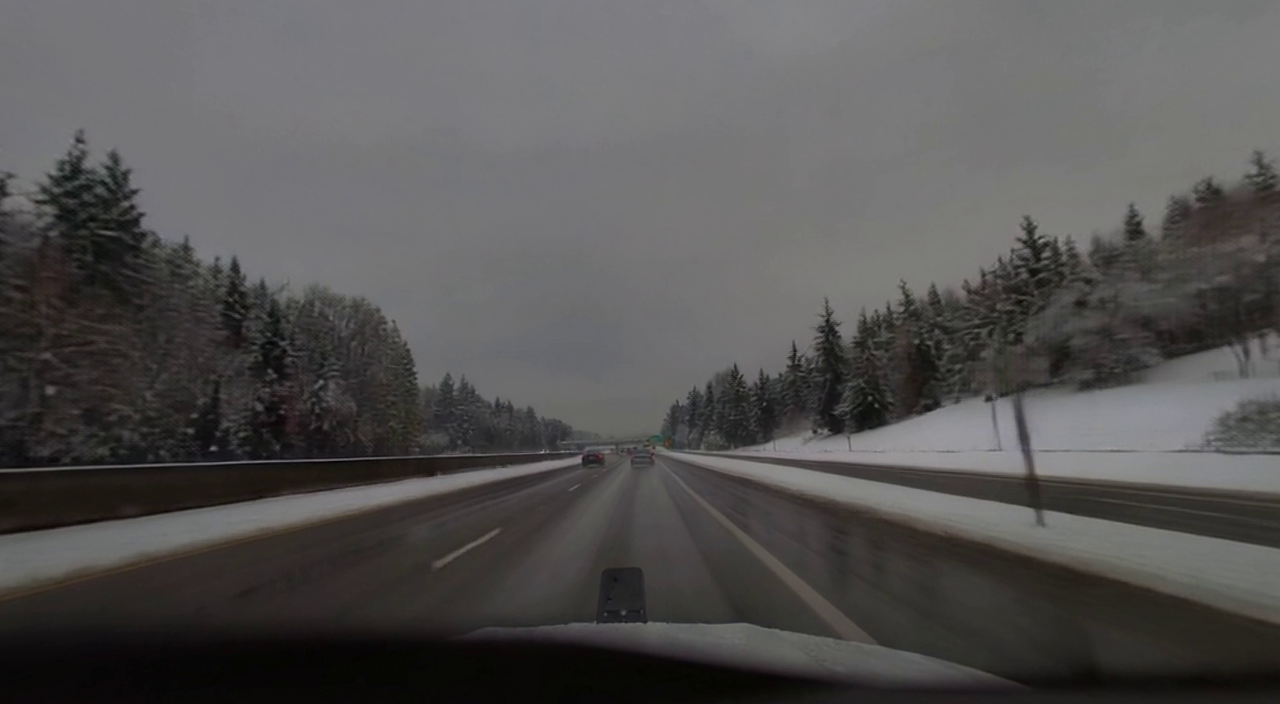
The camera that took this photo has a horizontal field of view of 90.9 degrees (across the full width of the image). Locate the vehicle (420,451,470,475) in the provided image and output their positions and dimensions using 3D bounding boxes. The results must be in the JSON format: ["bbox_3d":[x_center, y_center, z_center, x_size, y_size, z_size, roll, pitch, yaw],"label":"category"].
[{"bbox_3d":[-13.355,7.605,43.411,1.894,1.477,4.621,0,-9,0],"label":"vehicle"}]

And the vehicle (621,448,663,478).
[{"bbox_3d":[0.084,5.624,32.150,2.002,1.449,3.612,0,-9,0],"label":"vehicle"}]

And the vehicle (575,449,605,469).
[{"bbox_3d":[-3.759,8.160,48.223,1.877,1.504,3.799,0,-9,1],"label":"vehicle"}]
